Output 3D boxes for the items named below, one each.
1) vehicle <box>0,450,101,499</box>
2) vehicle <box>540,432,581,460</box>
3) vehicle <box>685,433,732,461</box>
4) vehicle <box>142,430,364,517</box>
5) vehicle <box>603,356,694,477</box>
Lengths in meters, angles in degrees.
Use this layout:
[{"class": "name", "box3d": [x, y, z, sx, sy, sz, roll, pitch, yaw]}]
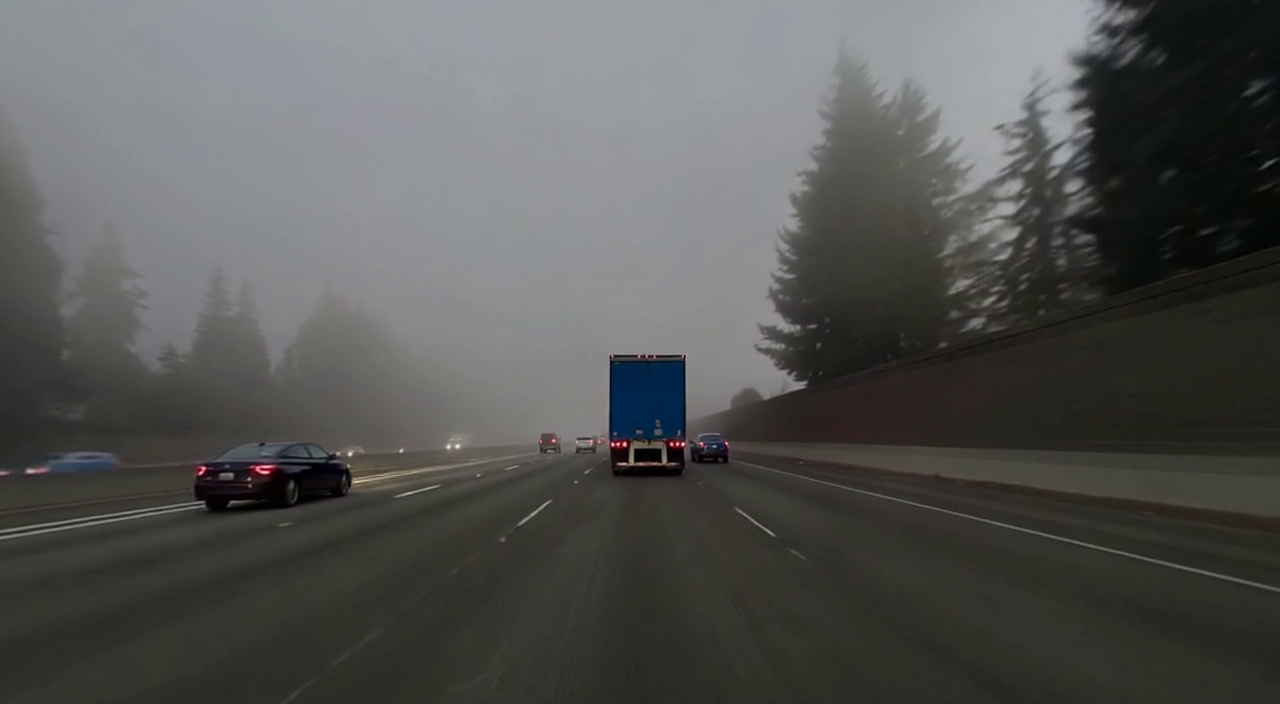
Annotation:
[{"class": "vehicle", "box3d": [-23.322, 4.530, 23.582, 1.886, 1.622, 4.933, 0, -8, -1]}, {"class": "vehicle", "box3d": [-5.010, 5.974, 40.023, 2.134, 1.650, 4.133, 0, -8, -1]}, {"class": "vehicle", "box3d": [3.900, 5.499, 36.537, 2.044, 1.508, 4.716, 0, -8, -2]}, {"class": "vehicle", "box3d": [-7.663, 2.398, 13.037, 2.059, 1.500, 4.001, 0, -8, -1]}, {"class": "vehicle", "box3d": [0.050, 2.787, 25.569, 2.904, 3.915, 10.473, 0, -8, -2]}]
